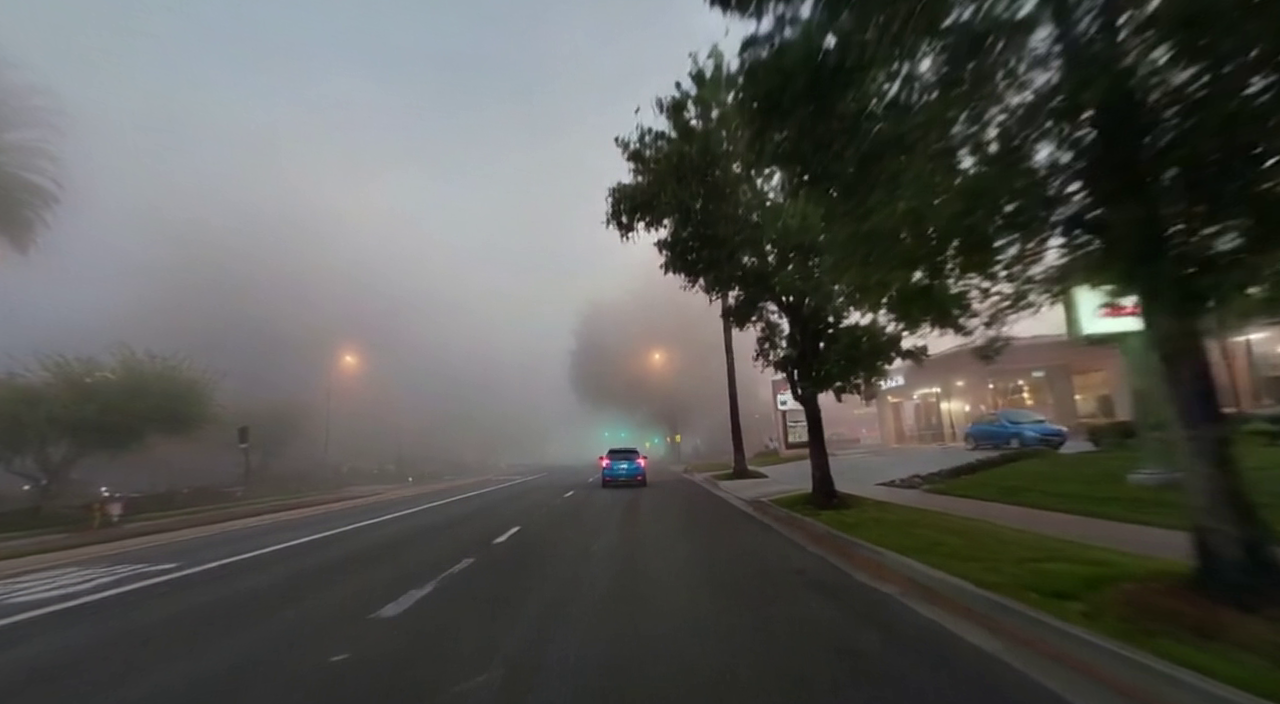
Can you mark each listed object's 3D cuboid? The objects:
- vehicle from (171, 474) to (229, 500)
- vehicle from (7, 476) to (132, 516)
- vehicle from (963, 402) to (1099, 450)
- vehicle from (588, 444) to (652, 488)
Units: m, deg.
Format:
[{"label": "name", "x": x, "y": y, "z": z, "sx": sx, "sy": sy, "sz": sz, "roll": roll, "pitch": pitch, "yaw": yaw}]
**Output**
[{"label": "vehicle", "x": -31.127, "y": 9.566, "z": 44.844, "sx": 1.791, "sy": 1.511, "sz": 4.030, "roll": 1, "pitch": -9, "yaw": -10}, {"label": "vehicle", "x": -30.262, "y": 7.615, "z": 33.771, "sx": 2.092, "sy": 1.719, "sz": 4.868, "roll": 0, "pitch": -9, "yaw": 0}, {"label": "vehicle", "x": 13.337, "y": 2.644, "z": 21.934, "sx": 1.827, "sy": 1.497, "sz": 4.468, "roll": 0, "pitch": -9, "yaw": -1}, {"label": "vehicle", "x": -0.721, "y": 4.225, "z": 23.773, "sx": 2.156, "sy": 1.462, "sz": 4.495, "roll": 0, "pitch": -9, "yaw": -1}]
